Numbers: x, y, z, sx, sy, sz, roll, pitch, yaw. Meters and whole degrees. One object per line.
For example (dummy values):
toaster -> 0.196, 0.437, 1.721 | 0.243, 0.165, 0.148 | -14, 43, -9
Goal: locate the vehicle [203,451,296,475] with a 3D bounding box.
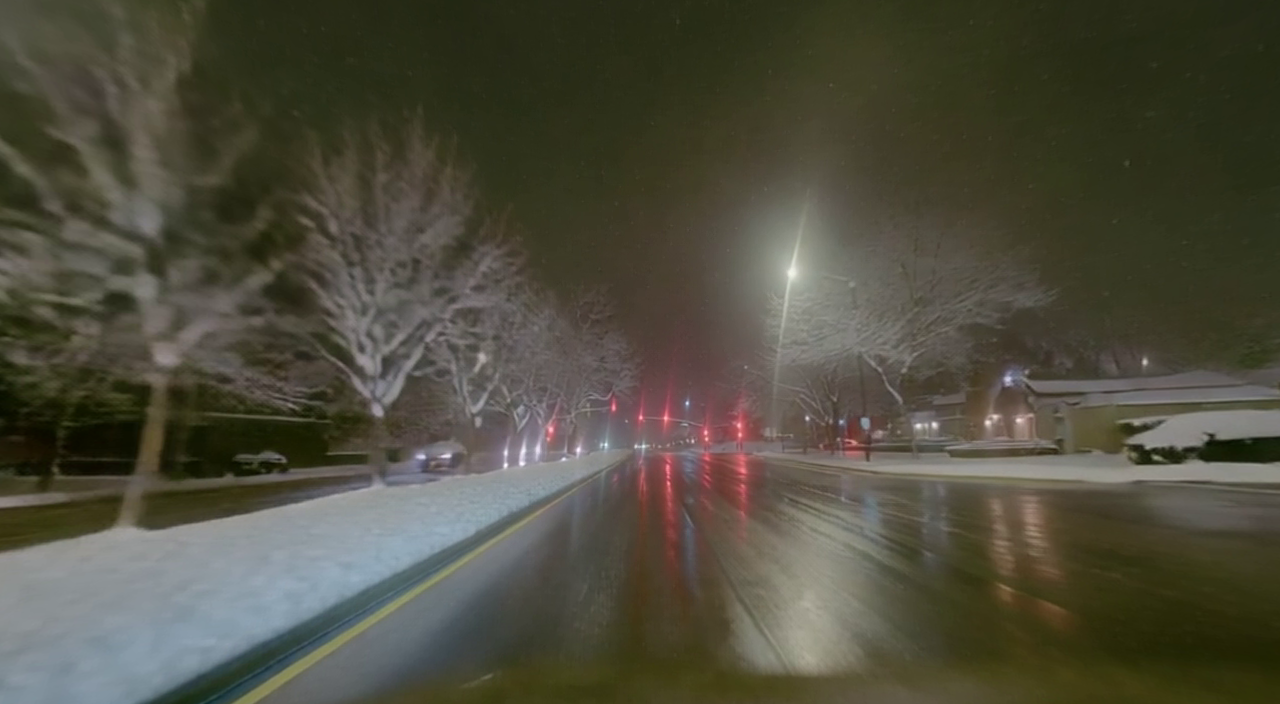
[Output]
vehicle -> -25.120, 7.152, 40.620 | 4.663, 1.464, 1.906 | 0, -8, -1

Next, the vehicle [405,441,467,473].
vehicle -> -11.890, 6.150, 37.130 | 2.056, 1.763, 4.629 | 0, -8, 1

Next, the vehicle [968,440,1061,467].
vehicle -> 21.650, 5.862, 36.559 | 4.176, 1.490, 1.871 | 0, -8, -3

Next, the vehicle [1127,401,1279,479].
vehicle -> 21.652, 3.195, 22.859 | 5.506, 2.643, 2.681 | -1, -8, 3
